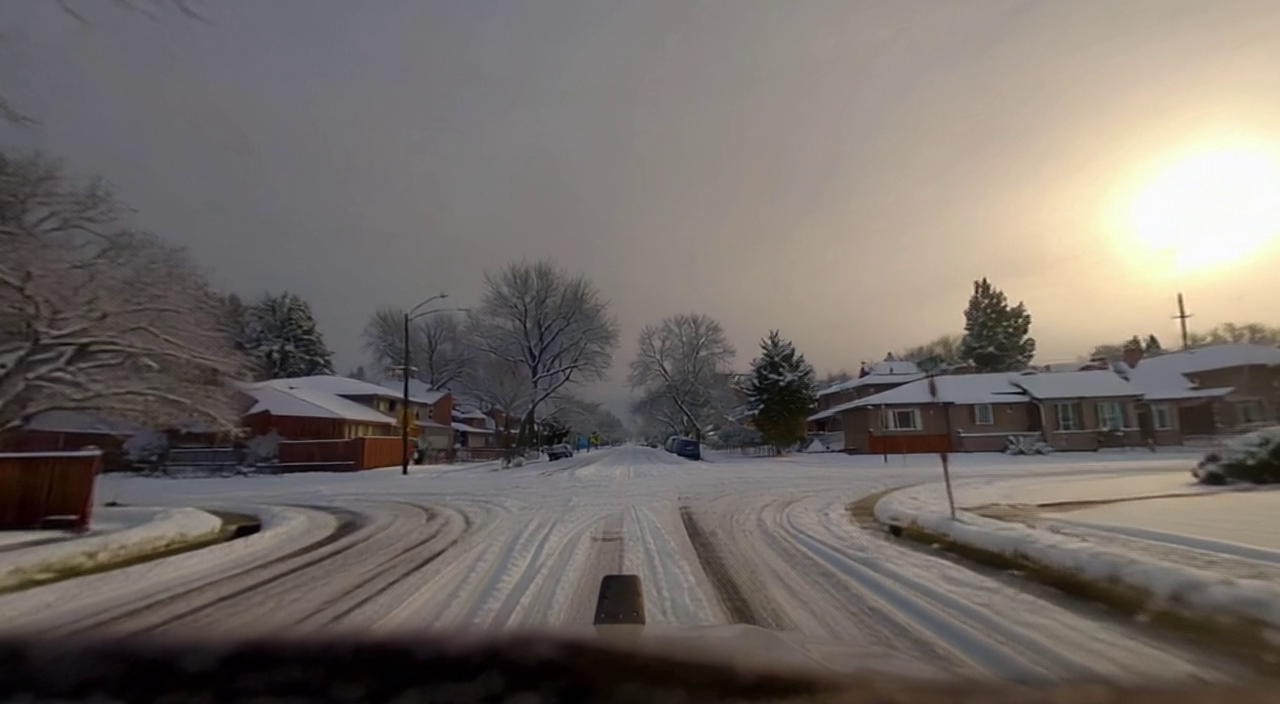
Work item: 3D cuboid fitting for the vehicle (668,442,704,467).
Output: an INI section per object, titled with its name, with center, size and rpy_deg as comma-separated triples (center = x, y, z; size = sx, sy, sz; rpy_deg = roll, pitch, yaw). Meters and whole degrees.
[vehicle]
center = 2.925, 6.612, 40.987
size = 1.881, 1.487, 4.183
rpy_deg = 0, -8, -3
